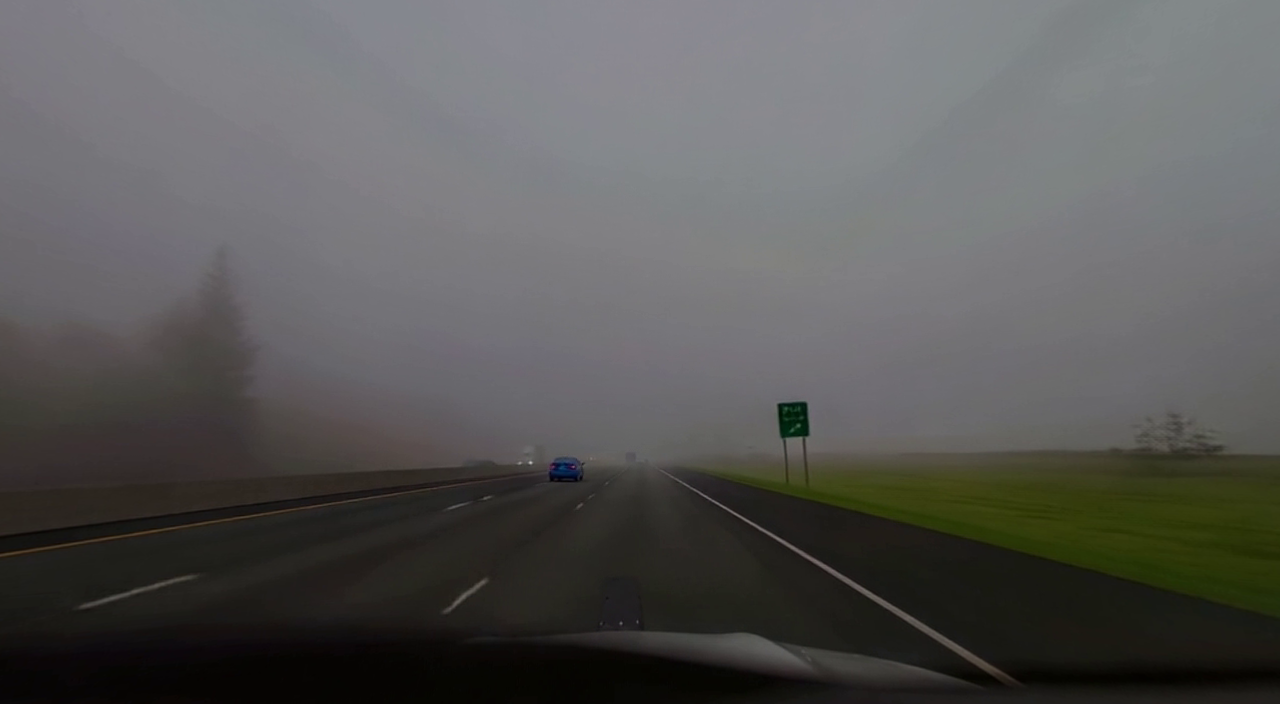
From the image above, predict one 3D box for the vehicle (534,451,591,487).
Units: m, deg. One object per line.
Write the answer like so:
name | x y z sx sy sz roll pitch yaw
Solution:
vehicle | -3.531 5.412 29.466 2.121 1.537 3.852 0 -9 0
